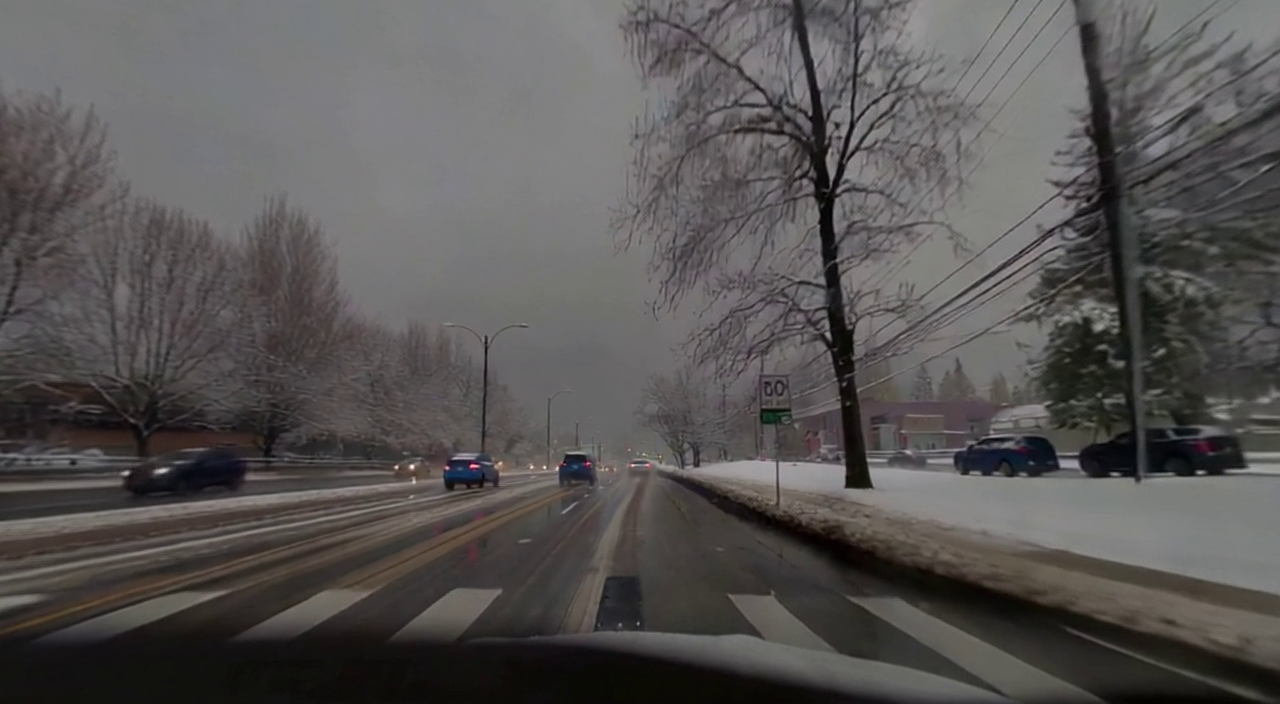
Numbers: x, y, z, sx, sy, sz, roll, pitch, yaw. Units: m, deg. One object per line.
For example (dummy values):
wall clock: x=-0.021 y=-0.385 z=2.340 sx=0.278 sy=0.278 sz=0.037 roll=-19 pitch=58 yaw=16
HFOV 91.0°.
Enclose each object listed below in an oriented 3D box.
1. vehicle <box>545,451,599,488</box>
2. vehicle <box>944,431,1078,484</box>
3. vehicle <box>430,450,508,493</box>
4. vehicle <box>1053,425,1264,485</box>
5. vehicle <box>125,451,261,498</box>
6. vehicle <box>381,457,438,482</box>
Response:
vehicle: x=-3.298 y=5.821 z=31.519 sx=2.085 sy=1.663 sz=4.513 roll=0 pitch=-9 yaw=1
vehicle: x=13.187 y=3.715 z=22.720 sx=1.862 sy=1.559 sz=3.959 roll=-4 pitch=-6 yaw=-11
vehicle: x=-6.996 y=4.909 z=26.257 sx=1.932 sy=1.596 sz=4.247 roll=0 pitch=-9 yaw=1
vehicle: x=14.519 y=2.930 z=18.003 sx=1.826 sy=1.474 sz=4.254 roll=3 pitch=-9 yaw=-17
vehicle: x=-15.825 y=4.324 z=22.595 sx=1.843 sy=1.520 sz=3.995 roll=0 pitch=-9 yaw=1
vehicle: x=-15.676 y=7.998 z=43.115 sx=1.969 sy=1.503 sz=4.797 roll=0 pitch=-9 yaw=1
